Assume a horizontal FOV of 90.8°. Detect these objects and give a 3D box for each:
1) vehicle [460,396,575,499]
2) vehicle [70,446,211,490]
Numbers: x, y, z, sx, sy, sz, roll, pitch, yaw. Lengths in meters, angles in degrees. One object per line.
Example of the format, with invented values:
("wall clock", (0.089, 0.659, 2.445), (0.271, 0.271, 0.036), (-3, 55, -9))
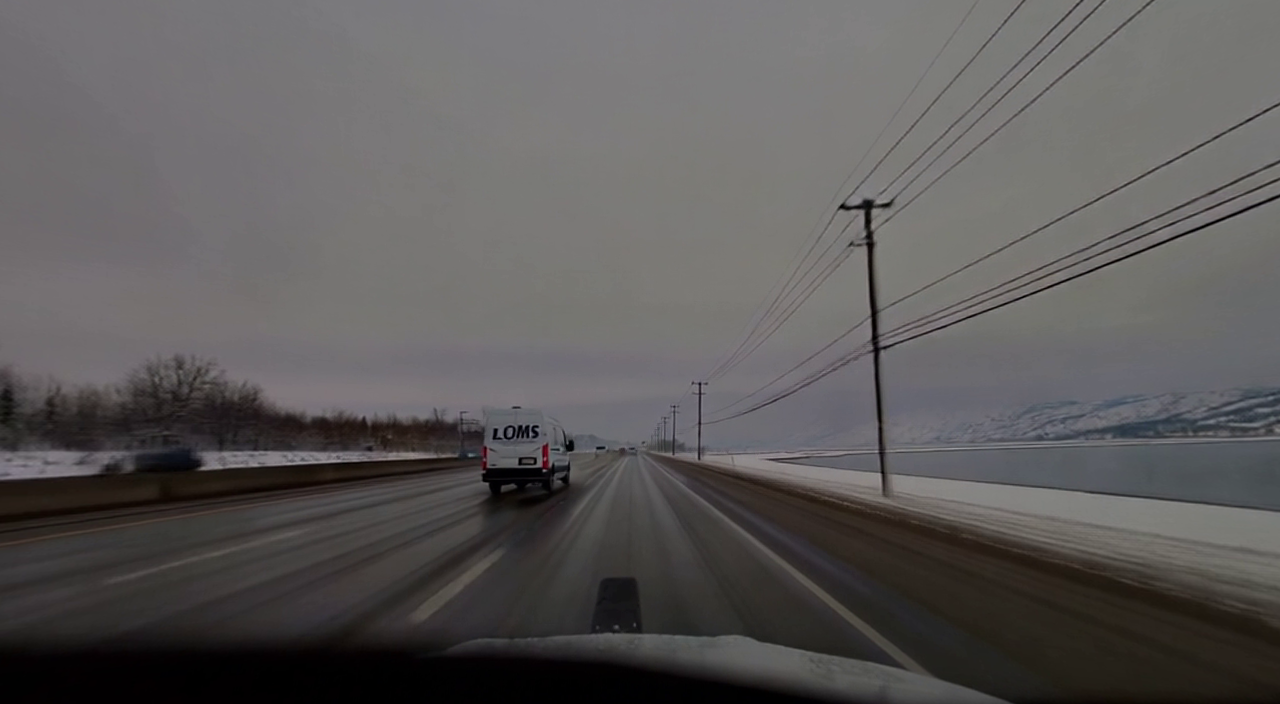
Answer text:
("vehicle", (-3.640, 3.056, 20.408), (2.331, 2.757, 6.581), (0, -8, 0))
("vehicle", (-21.209, 4.900, 27.180), (2.097, 1.681, 4.817), (0, -8, 0))
